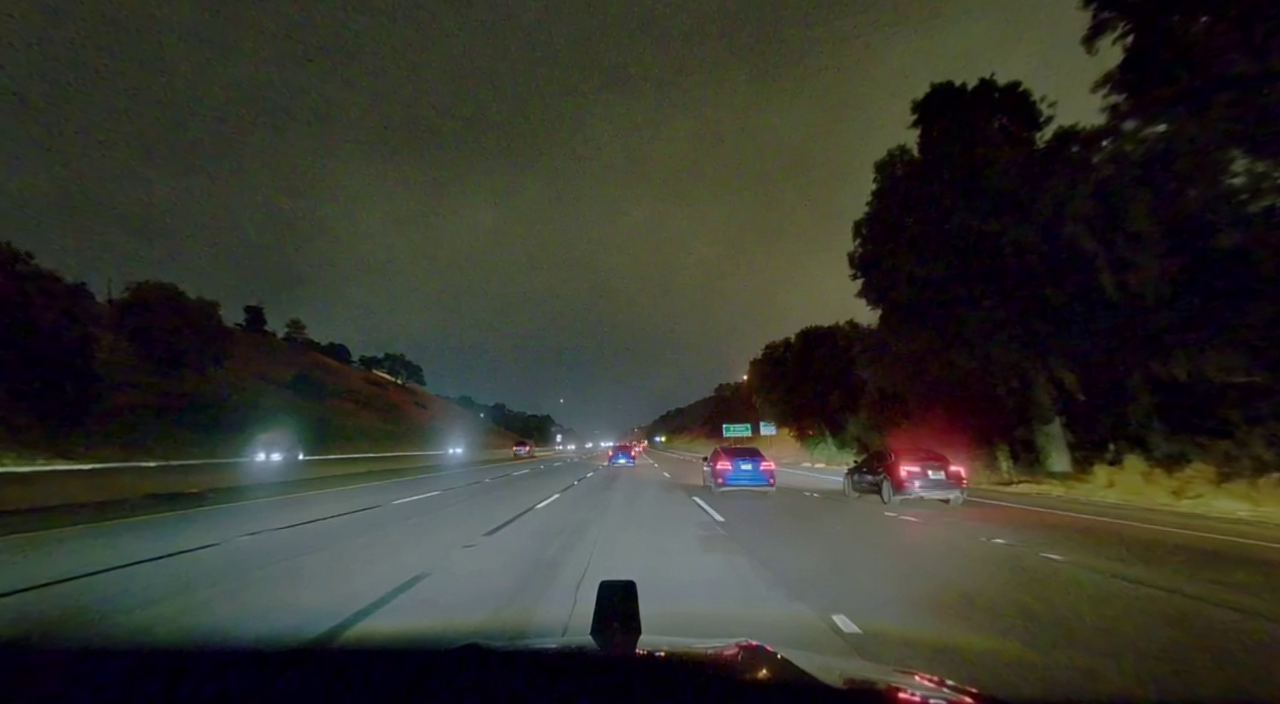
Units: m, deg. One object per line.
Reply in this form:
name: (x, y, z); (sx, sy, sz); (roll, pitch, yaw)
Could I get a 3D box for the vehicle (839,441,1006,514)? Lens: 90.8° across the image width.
vehicle: (6.476, 2.890, 15.120); (1.845, 1.452, 4.352); (0, -8, -2)

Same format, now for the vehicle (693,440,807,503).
vehicle: (2.844, 3.219, 17.576); (2.120, 1.492, 4.734); (0, -8, -3)

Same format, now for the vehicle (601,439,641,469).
vehicle: (-1.125, 6.081, 37.836); (2.277, 1.675, 4.023); (0, -8, -1)
